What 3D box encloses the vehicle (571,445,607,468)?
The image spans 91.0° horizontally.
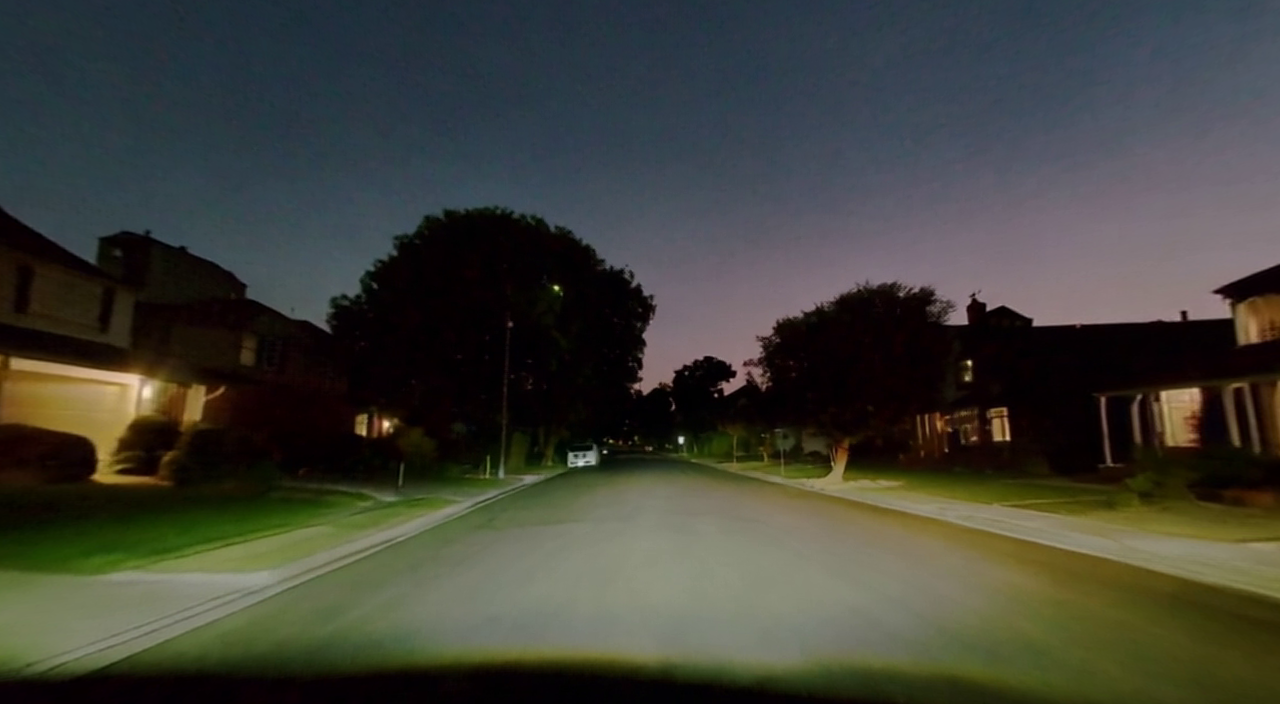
[{"bbox_3d":[-3.364,7.024,42.509,2.017,1.397,4.004,-1,-8,2],"label":"vehicle"}]
